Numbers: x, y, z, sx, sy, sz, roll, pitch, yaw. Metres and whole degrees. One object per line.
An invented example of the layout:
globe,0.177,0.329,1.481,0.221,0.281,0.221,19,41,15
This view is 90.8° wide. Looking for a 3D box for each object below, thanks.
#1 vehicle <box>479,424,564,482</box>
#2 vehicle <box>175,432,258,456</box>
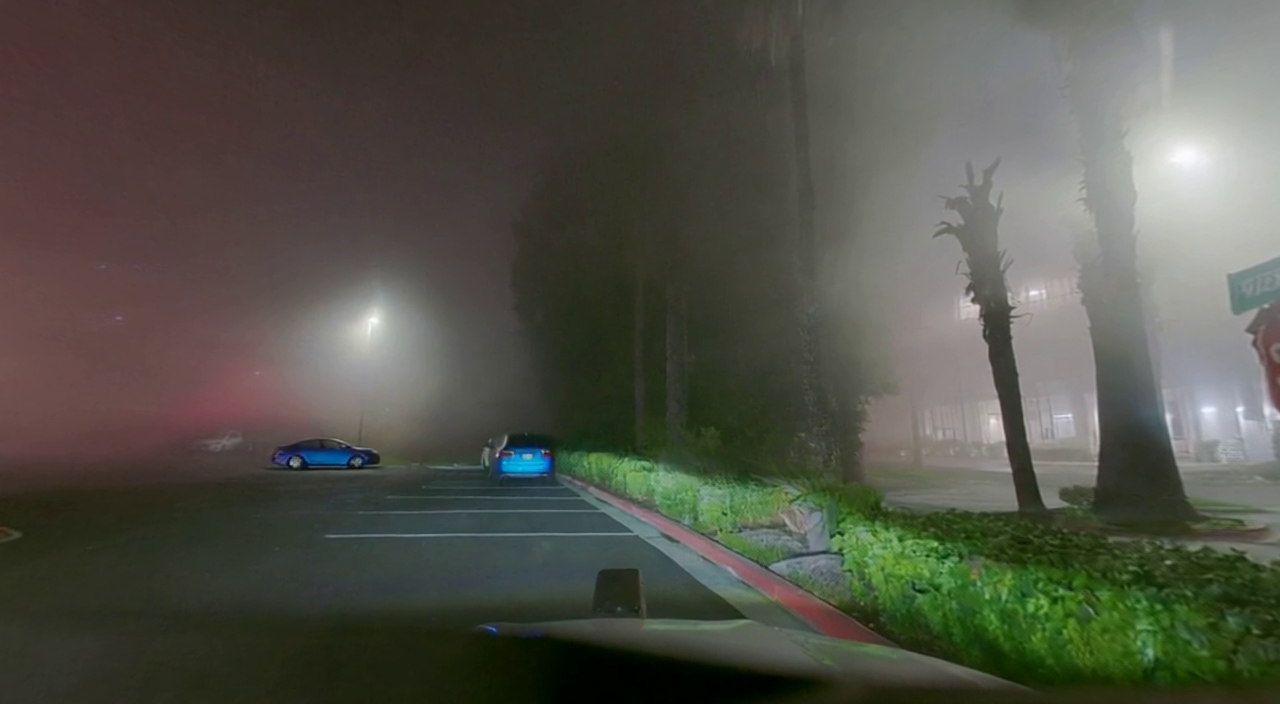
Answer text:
vehicle,-4.016,3.300,20.834,2.071,1.700,4.367,3,-9,-19
vehicle,-28.365,6.199,42.479,4.457,1.552,1.748,5,-10,-32
